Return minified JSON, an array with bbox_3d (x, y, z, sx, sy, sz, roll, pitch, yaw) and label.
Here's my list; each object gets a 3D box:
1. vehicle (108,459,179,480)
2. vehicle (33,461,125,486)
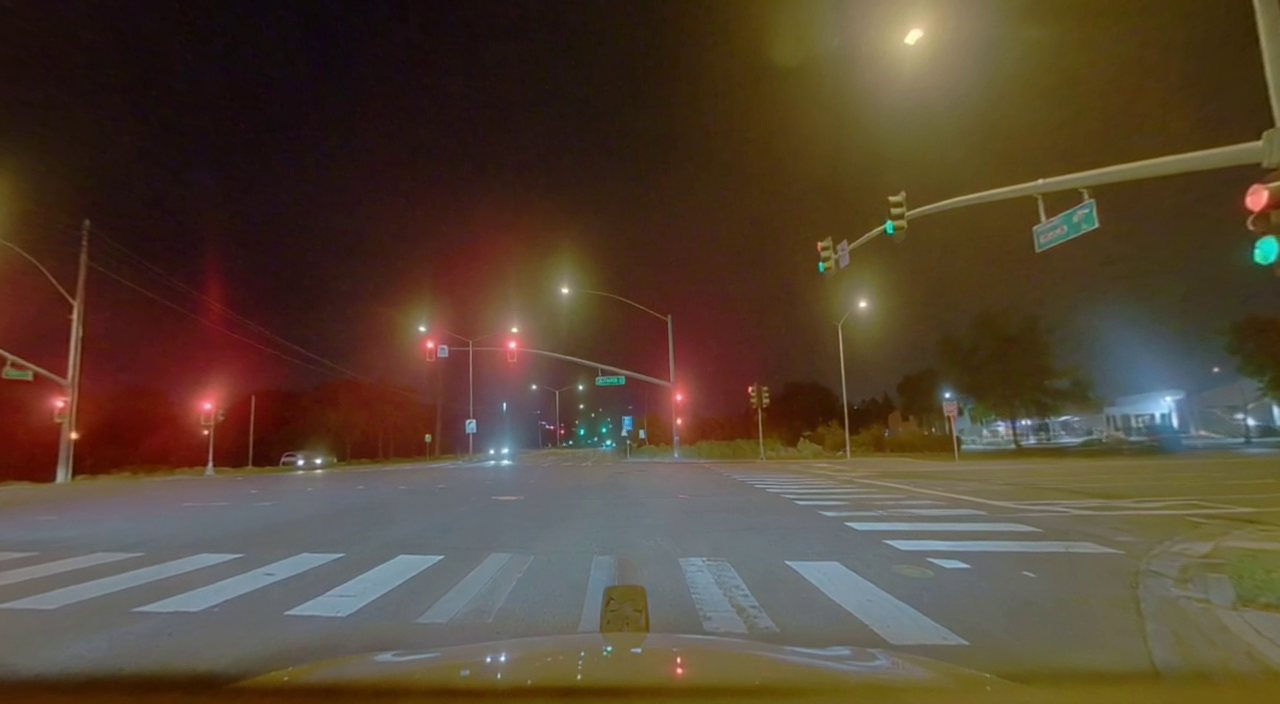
[{"bbox_3d":[-35.898,8.508,45.645,3.681,1.423,1.680,0,-8,-1],"label":"vehicle"},{"bbox_3d":[-36.146,7.831,40.651,4.241,1.413,1.673,-1,-8,-1],"label":"vehicle"}]
